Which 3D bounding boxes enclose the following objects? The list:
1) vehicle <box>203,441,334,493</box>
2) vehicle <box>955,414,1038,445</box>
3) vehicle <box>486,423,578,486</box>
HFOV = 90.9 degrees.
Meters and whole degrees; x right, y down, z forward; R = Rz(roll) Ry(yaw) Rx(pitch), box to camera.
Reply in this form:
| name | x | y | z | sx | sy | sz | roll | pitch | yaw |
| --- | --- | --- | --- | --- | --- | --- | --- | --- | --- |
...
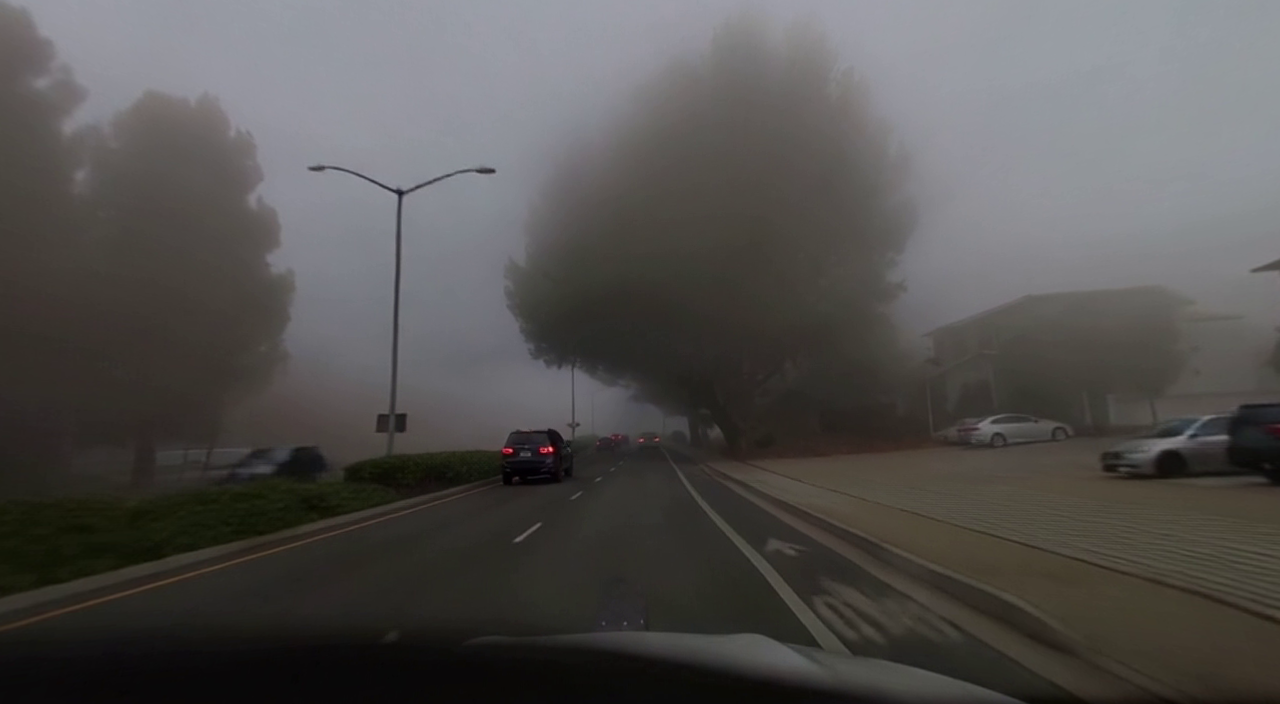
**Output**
| name | x | y | z | sx | sy | sz | roll | pitch | yaw |
| --- | --- | --- | --- | --- | --- | --- | --- | --- | --- |
| vehicle | -11.715 | 3.609 | 20.210 | 1.740 | 1.476 | 3.850 | 0 | -8 | 1 |
| vehicle | 18.335 | 4.046 | 32.707 | 1.939 | 1.477 | 5.129 | -1 | -8 | 8 |
| vehicle | -3.310 | 3.244 | 20.263 | 2.073 | 1.770 | 4.302 | 0 | -8 | 2 |
